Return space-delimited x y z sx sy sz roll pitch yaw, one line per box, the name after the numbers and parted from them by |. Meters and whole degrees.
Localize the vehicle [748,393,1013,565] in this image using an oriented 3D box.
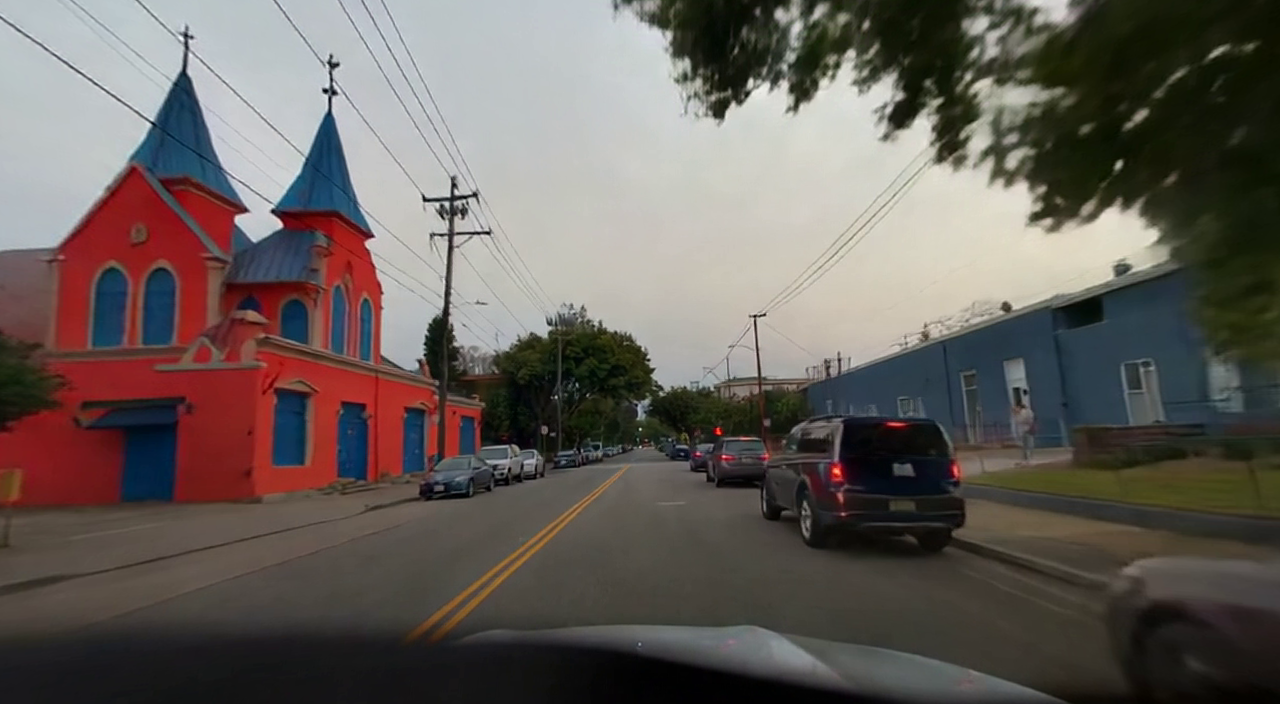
3.234 1.863 9.913 2.263 1.996 4.870 0 -9 1 | vehicle

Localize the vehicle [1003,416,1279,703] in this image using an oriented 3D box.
3.102 0.828 1.285 1.966 1.471 4.552 0 -9 -1 | vehicle

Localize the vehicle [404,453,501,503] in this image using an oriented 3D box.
-6.276 4.255 21.743 1.844 1.486 4.474 -1 -9 2 | vehicle

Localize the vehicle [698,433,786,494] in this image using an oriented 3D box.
3.350 3.789 21.789 2.182 1.824 4.622 0 -9 -1 | vehicle
